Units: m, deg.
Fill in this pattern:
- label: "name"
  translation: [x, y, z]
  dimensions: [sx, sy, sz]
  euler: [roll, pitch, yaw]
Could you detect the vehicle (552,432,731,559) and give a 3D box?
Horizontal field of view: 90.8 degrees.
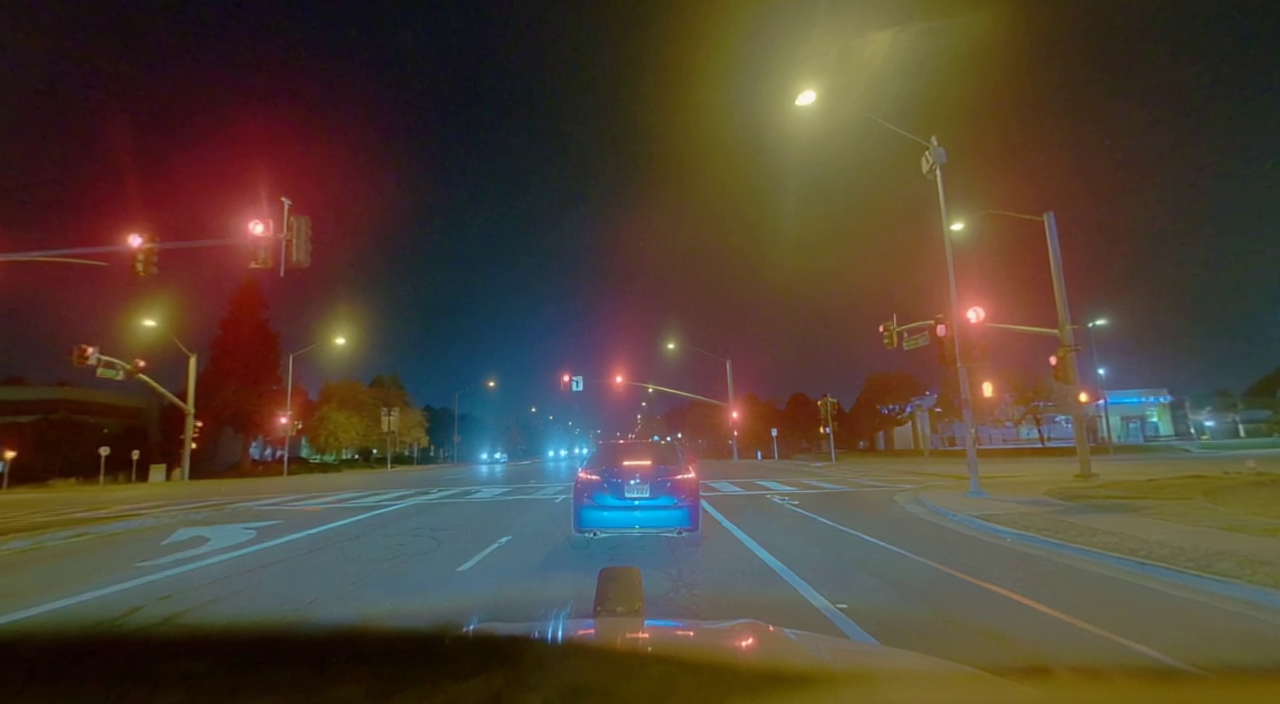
- label: "vehicle"
  translation: [-0.018, 1.997, 9.505]
  dimensions: [2.107, 1.470, 3.974]
  euler: [0, -9, -1]
